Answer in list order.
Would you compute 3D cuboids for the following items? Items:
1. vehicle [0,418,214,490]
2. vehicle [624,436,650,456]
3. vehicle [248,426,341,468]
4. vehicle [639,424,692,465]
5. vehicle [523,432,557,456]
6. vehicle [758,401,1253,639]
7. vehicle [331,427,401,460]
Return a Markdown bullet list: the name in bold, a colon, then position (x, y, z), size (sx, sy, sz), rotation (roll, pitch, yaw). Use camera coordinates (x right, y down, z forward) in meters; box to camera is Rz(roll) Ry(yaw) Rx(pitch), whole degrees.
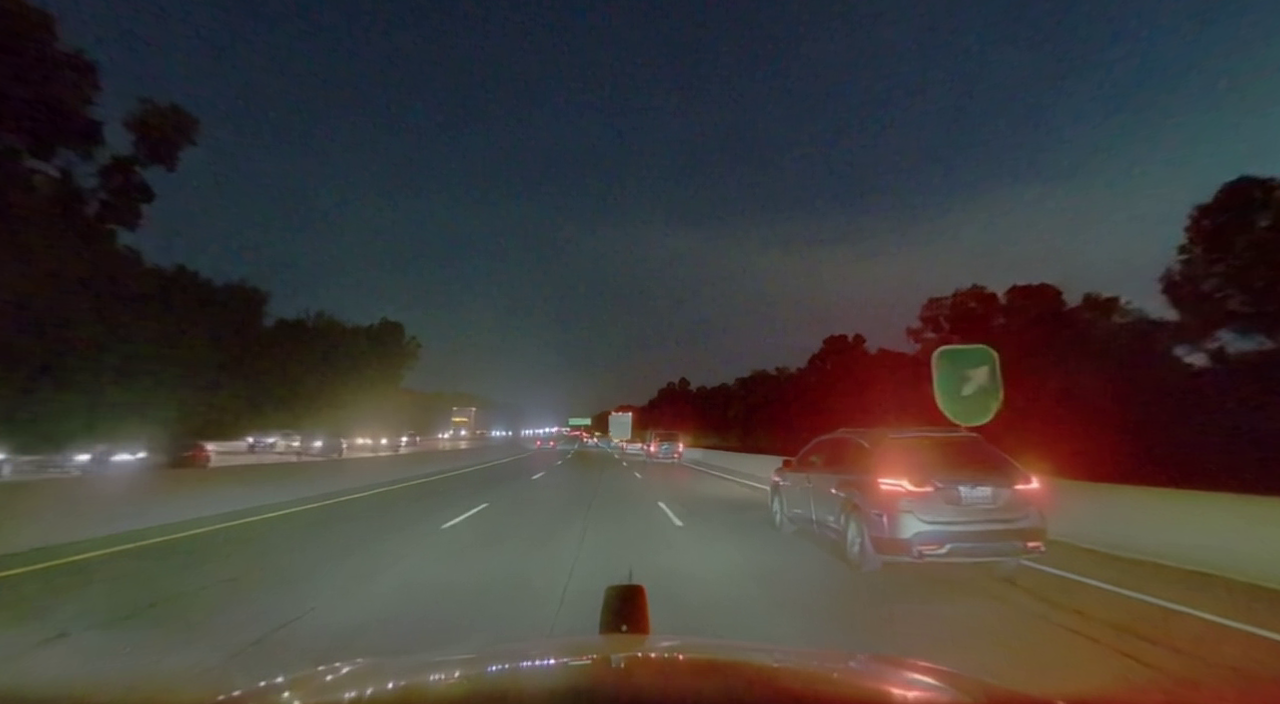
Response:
- **vehicle**: position (-12.116, 2.343, 14.671), size (1.727, 1.433, 3.940), rotation (0, -8, -4)
- **vehicle**: position (-0.267, 7.103, 47.638), size (1.844, 1.462, 3.736), rotation (0, -8, -2)
- **vehicle**: position (-12.622, 3.481, 23.222), size (1.610, 1.420, 3.445), rotation (0, -8, -3)
- **vehicle**: position (1.220, 4.836, 32.915), size (2.207, 1.937, 5.610), rotation (0, -8, -4)
- **vehicle**: position (-7.494, 6.963, 47.544), size (2.058, 1.689, 4.315), rotation (0, -8, -3)
- **vehicle**: position (2.790, 1.385, 6.315), size (2.127, 1.497, 4.445), rotation (0, -8, -3)
- **vehicle**: position (-12.722, 4.277, 29.459), size (1.853, 1.406, 3.495), rotation (1, -8, -4)
